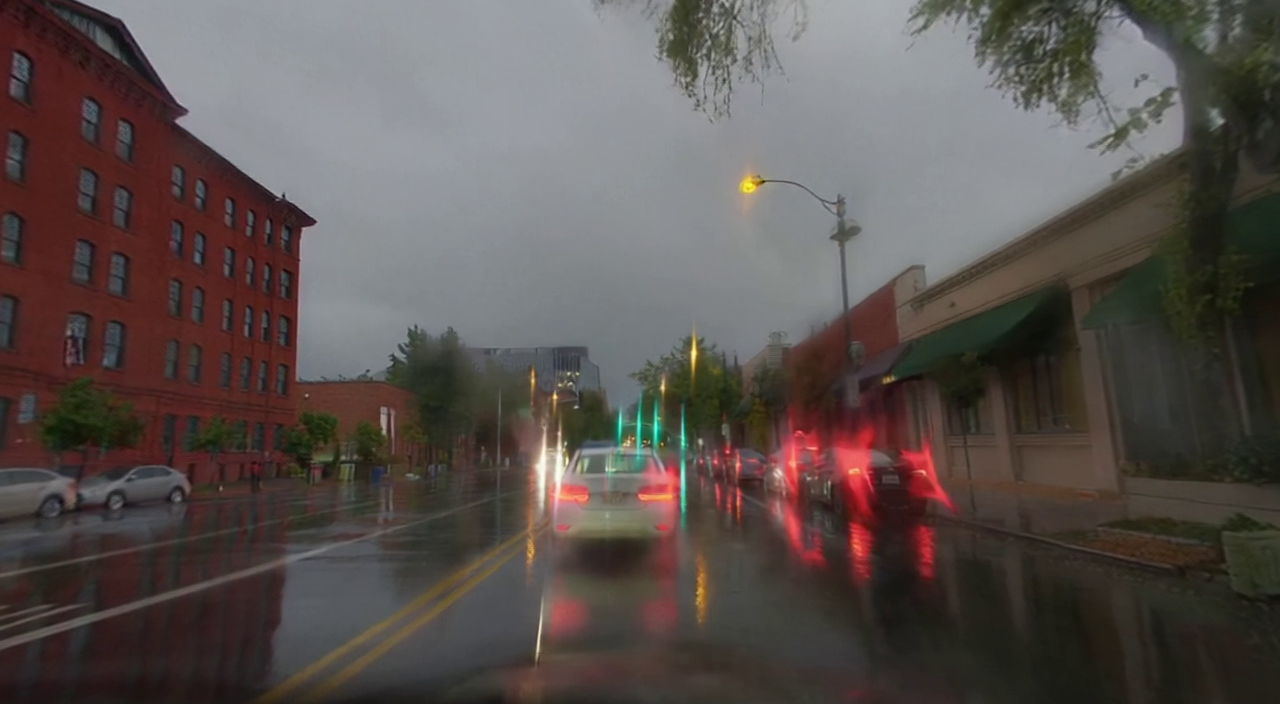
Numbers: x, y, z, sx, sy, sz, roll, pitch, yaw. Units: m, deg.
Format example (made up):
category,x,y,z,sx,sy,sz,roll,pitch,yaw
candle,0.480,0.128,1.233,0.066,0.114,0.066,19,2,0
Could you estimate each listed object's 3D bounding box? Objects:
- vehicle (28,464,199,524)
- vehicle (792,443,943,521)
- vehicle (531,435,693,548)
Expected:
category,x,y,z,sx,sy,sz,roll,pitch,yaw
vehicle,-18.023,4.828,21.923,2.011,1.727,4.449,1,-9,0
vehicle,4.912,2.838,14.304,1.832,1.491,4.054,1,-9,-1
vehicle,-0.388,2.242,10.787,2.230,1.518,4.113,0,-9,0
